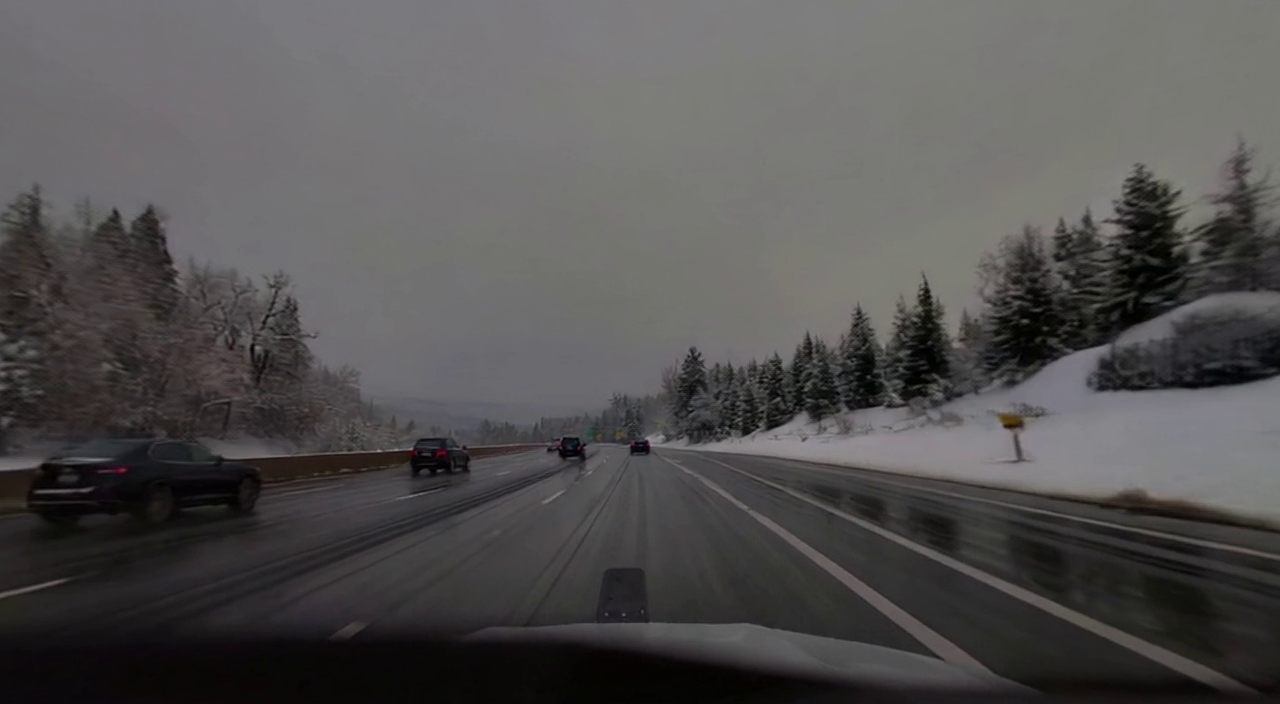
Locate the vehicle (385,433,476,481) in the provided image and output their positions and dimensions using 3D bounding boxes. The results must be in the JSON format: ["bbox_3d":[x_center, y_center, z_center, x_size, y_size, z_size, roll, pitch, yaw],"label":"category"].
[{"bbox_3d":[-7.763,3.931,23.808,2.086,1.628,4.039,0,-8,-1],"label":"vehicle"}]

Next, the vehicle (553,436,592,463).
[{"bbox_3d":[-4.161,6.106,39.571,1.991,1.610,4.606,0,-8,-1],"label":"vehicle"}]

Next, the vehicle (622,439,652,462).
[{"bbox_3d":[-0.246,6.586,42.323,1.881,1.460,3.694,0,-8,-1],"label":"vehicle"}]

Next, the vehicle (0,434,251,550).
[{"bbox_3d":[-9.122,2.173,10.683,1.935,1.474,5.033,0,-8,-1],"label":"vehicle"}]
